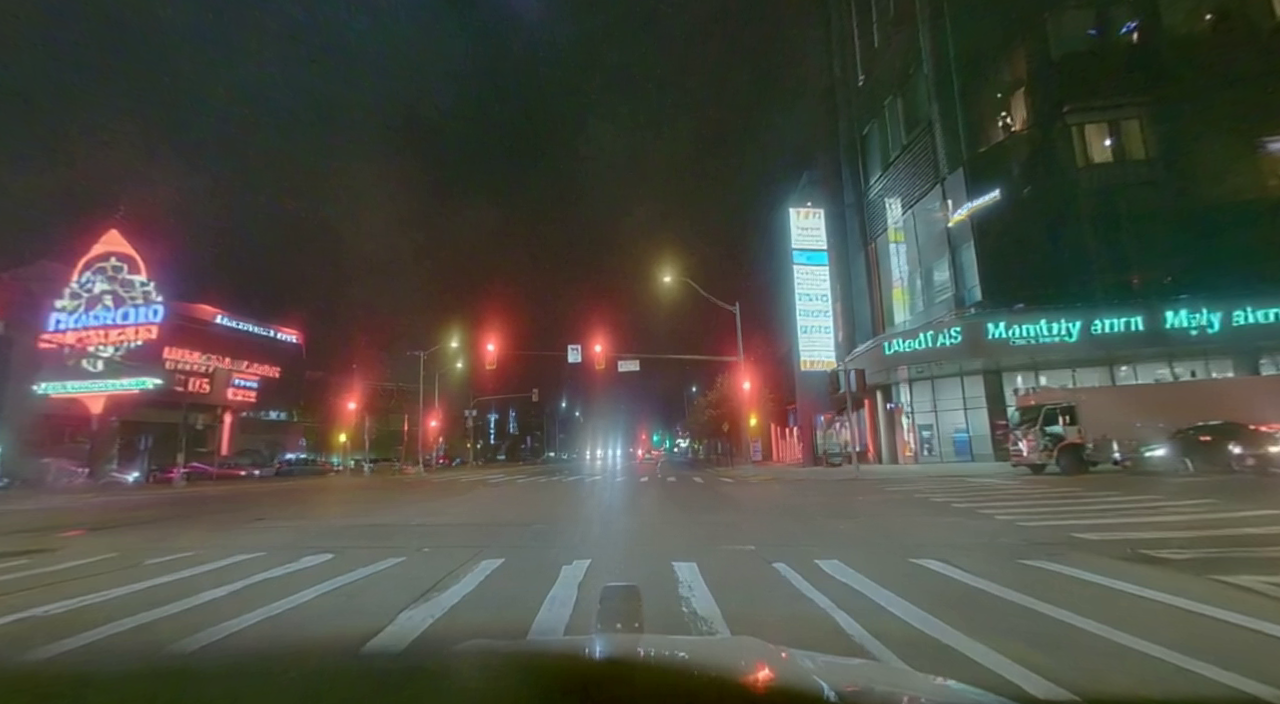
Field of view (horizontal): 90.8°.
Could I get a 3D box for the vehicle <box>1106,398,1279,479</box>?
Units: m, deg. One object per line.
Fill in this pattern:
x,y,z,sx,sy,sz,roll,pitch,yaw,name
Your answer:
15.186,2.166,15.766,5.097,1.848,2.288,-2,-9,11,vehicle

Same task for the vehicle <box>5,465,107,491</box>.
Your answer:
-38.624,8.303,41.902,1.826,1.432,4.530,-5,-10,30,vehicle

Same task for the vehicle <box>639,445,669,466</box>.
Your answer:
1.051,7.842,48.079,2.168,1.545,4.047,0,-9,2,vehicle
